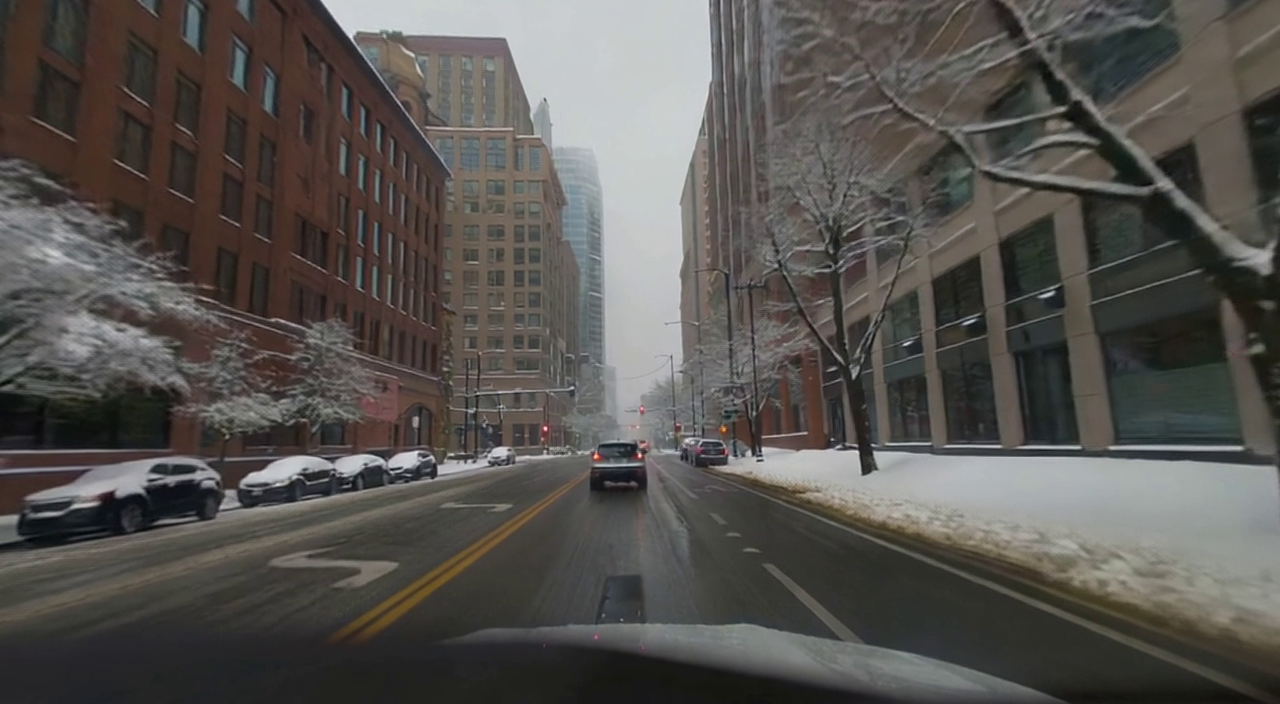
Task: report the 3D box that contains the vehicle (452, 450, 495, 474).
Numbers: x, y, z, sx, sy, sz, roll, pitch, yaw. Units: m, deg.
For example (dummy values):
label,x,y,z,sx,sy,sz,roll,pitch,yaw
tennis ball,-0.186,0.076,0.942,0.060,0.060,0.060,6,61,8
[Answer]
label,x,y,z,sx,sy,sz,roll,pitch,yaw
vehicle,-12.374,8.199,47.209,1.968,1.469,4.523,-3,-8,-1

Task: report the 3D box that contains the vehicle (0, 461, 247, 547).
label,x,y,z,sx,sy,sz,roll,pitch,yaw
vehicle,-11.825,3.412,14.874,1.991,1.507,4.879,-1,-8,0

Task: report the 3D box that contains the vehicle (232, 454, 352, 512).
label,x,y,z,sx,sy,sz,roll,pitch,yaw
vehicle,-12.172,4.533,22.399,1.976,1.577,4.091,-6,-8,-1

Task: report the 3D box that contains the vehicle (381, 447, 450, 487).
label,x,y,z,sx,sy,sz,roll,pitch,yaw
vehicle,-12.115,6.192,34.414,2.090,1.784,4.832,-4,-8,-2

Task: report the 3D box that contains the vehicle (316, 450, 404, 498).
label,x,y,z,sx,sy,sz,roll,pitch,yaw
vehicle,-12.278,5.312,28.011,1.945,1.712,4.648,-5,-8,-2

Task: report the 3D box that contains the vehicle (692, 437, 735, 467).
label,x,y,z,sx,sy,sz,roll,pitch,yaw
vehicle,4.301,5.912,37.512,1.924,1.645,4.528,-1,-8,-1

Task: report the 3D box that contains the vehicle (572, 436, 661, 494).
label,x,y,z,sx,sy,sz,roll,pitch,yaw
vehicle,-0.630,3.217,18.327,2.269,1.479,3.980,0,-8,-1
